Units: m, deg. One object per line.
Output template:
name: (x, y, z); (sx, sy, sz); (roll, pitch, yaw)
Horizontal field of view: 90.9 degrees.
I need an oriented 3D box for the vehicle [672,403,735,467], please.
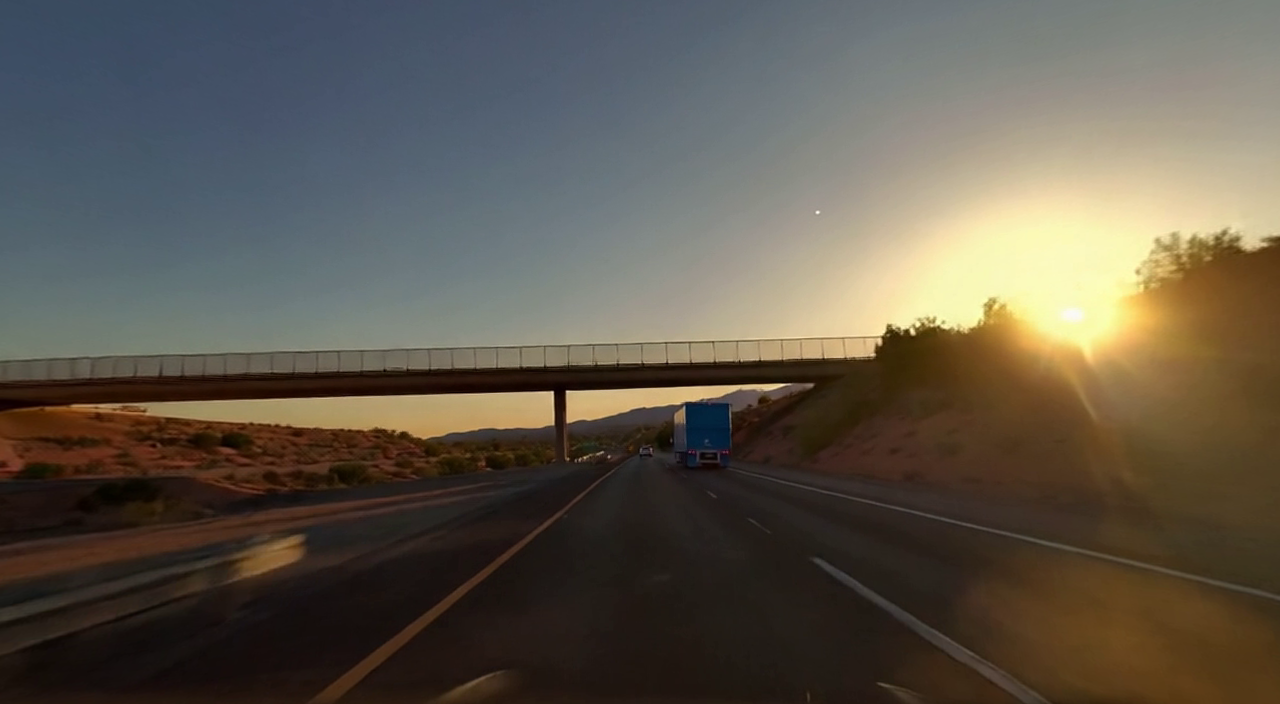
vehicle: (4.109, 5.771, 43.097); (3.024, 3.834, 10.128); (0, -8, -1)
